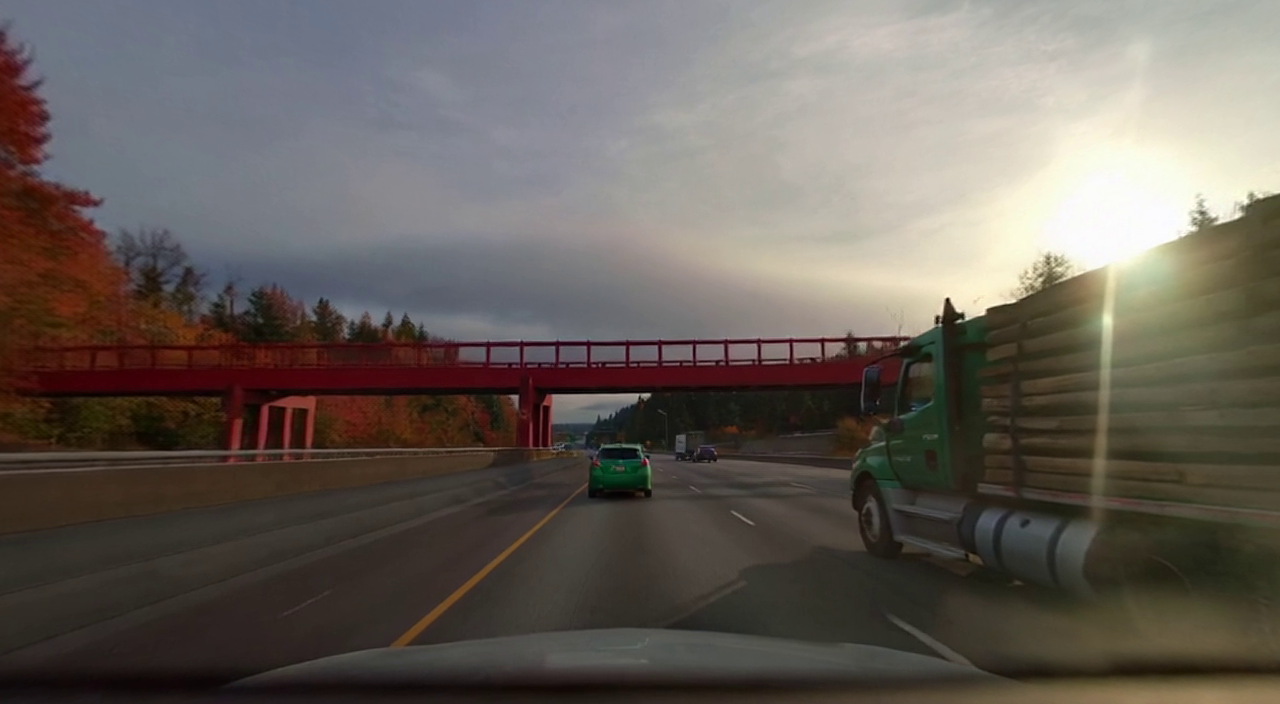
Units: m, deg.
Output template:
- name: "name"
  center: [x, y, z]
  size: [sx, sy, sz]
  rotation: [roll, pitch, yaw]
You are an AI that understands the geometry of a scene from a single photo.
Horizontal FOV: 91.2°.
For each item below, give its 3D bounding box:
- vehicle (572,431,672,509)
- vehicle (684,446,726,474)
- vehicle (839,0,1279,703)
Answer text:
- name: "vehicle"
  center: [-0.424, 2.970, 16.168]
  size: [2.259, 1.699, 4.015]
  rotation: [0, -9, 0]
- name: "vehicle"
  center: [3.705, 6.231, 36.424]
  size: [1.894, 1.487, 3.751]
  rotation: [0, -9, -2]
- name: "vehicle"
  center: [4.197, -0.094, 3.672]
  size: [2.992, 3.920, 8.831]
  rotation: [0, -9, -1]
